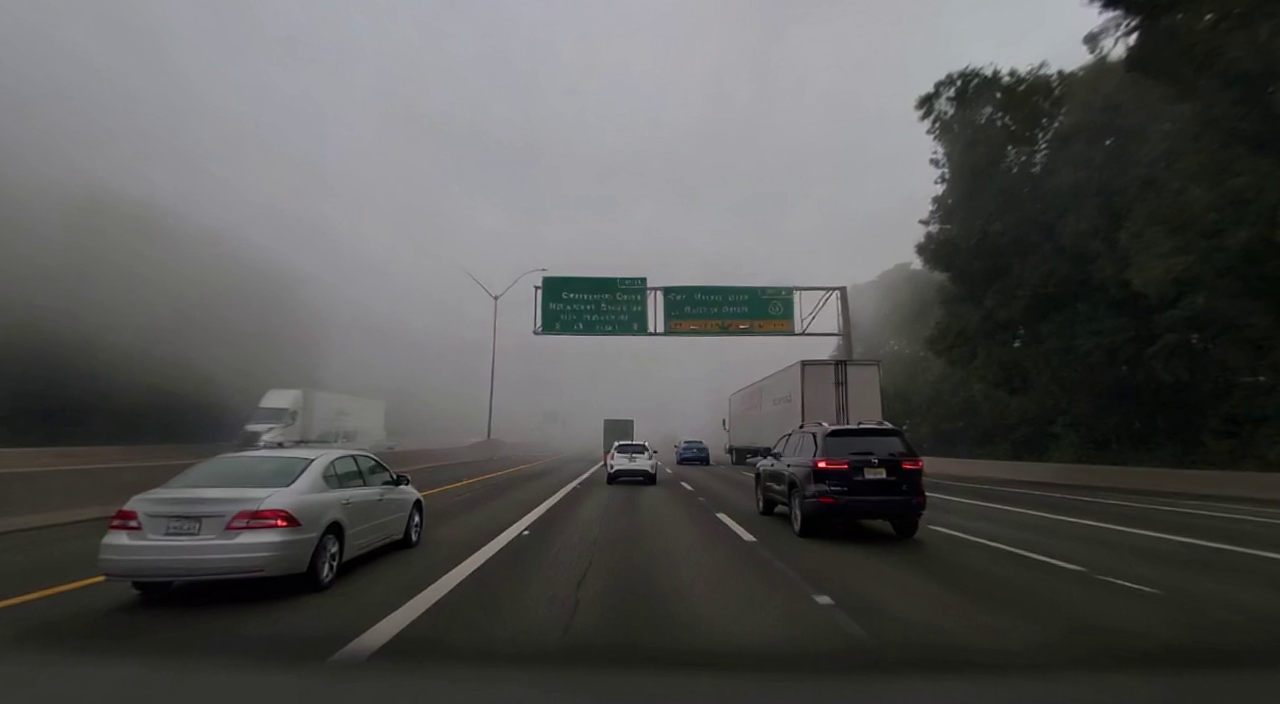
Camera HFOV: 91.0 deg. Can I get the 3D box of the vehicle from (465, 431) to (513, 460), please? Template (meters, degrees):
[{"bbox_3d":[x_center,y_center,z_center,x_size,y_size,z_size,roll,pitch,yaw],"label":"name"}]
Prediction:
[{"bbox_3d":[-9.907,6.216,41.748,2.131,1.792,4.757,0,-8,-2],"label":"vehicle"}]

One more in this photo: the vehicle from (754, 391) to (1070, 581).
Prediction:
[{"bbox_3d":[3.111,1.653,8.565,2.173,1.870,4.499,0,-8,-1],"label":"vehicle"}]

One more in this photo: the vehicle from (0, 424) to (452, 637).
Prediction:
[{"bbox_3d":[-3.631,1.534,6.532,1.998,1.423,4.436,0,-8,0],"label":"vehicle"}]

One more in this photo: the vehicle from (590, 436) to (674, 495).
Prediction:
[{"bbox_3d":[-0.247,3.167,18.022,2.136,1.470,3.971,0,-8,-1],"label":"vehicle"}]

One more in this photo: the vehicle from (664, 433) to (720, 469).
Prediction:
[{"bbox_3d":[2.795,5.527,35.290,2.476,1.843,5.652,0,-8,-2],"label":"vehicle"}]

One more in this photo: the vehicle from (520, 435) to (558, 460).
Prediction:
[{"bbox_3d":[-6.961,6.627,43.804,2.018,1.675,4.281,0,-8,-2],"label":"vehicle"}]
